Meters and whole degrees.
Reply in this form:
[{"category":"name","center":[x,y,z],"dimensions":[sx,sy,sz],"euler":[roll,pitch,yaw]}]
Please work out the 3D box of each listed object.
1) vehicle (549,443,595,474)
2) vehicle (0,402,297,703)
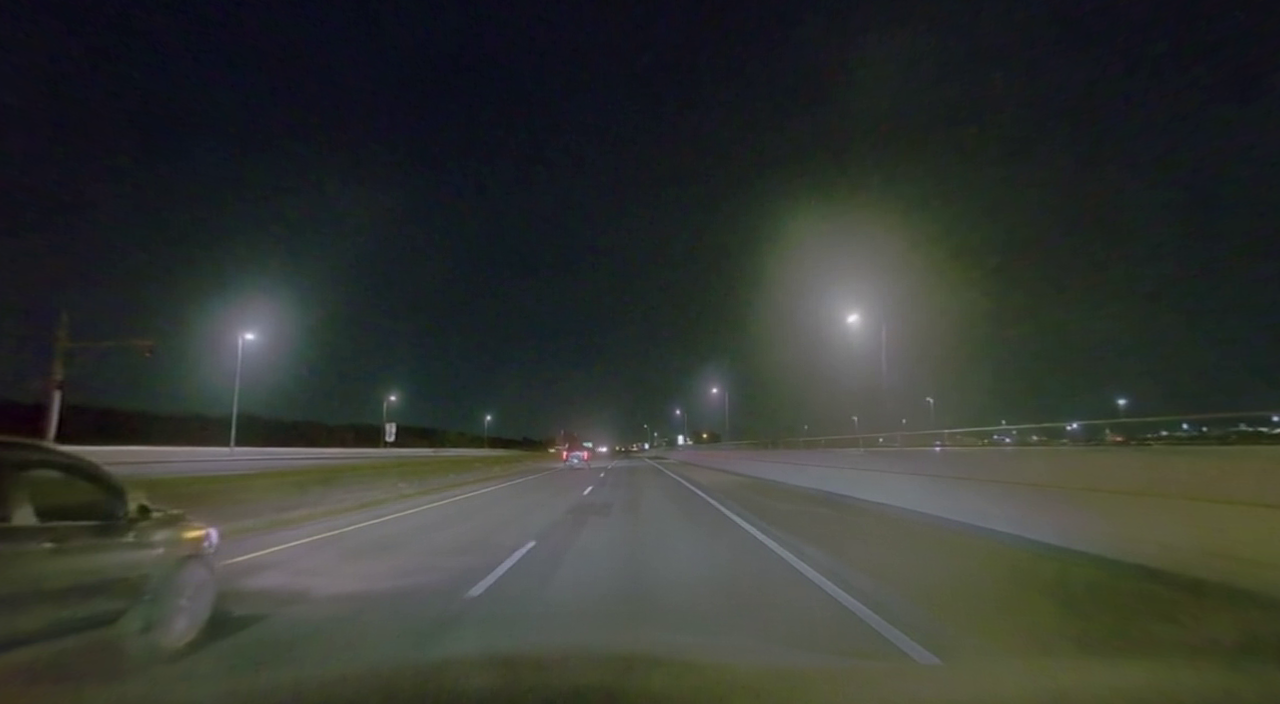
[{"category":"vehicle","center":[-3.907,6.176,36.758],"dimensions":[2.133,1.683,4.340],"euler":[1,-9,0]},{"category":"vehicle","center":[-3.938,1.034,2.974],"dimensions":[2.195,1.573,4.176],"euler":[0,-9,1]}]
